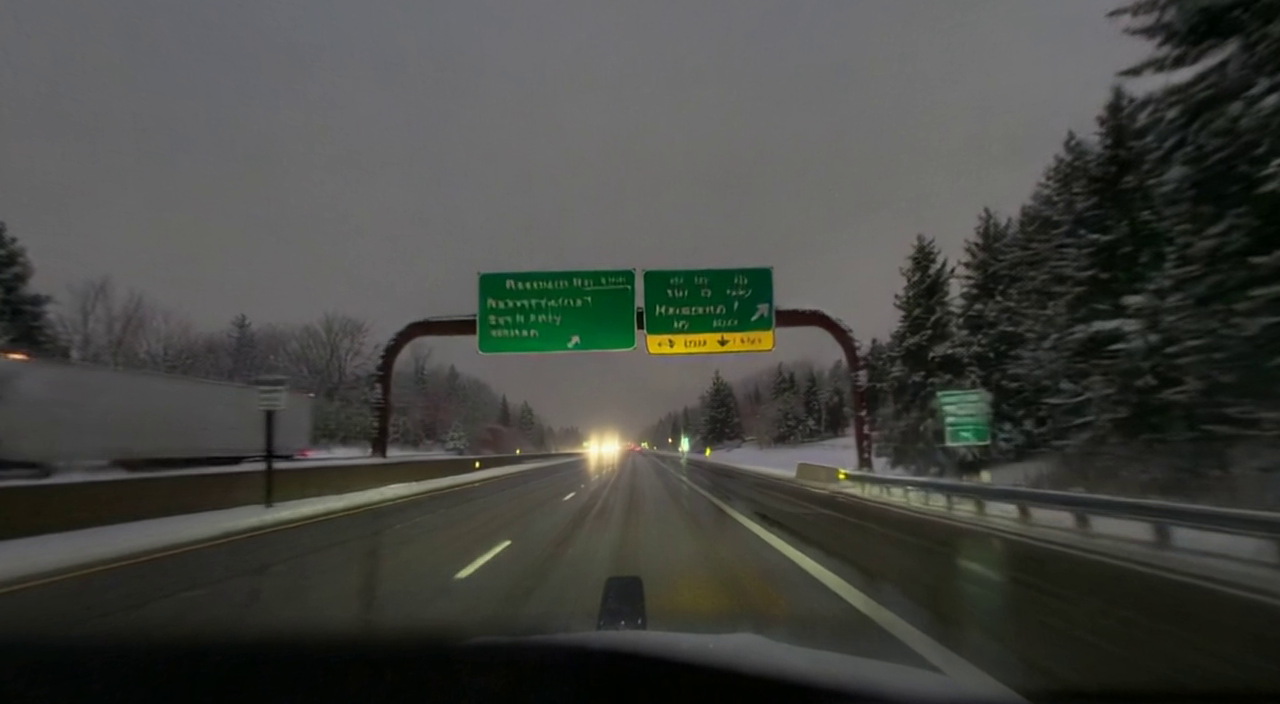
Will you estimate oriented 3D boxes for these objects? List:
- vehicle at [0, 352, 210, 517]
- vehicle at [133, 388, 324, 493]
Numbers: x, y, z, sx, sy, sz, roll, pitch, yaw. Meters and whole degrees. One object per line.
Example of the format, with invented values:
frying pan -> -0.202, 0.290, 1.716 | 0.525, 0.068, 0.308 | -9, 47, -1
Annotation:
vehicle -> -17.185, 2.384, 17.756 | 3.044, 3.972, 10.003 | 0, -9, -1
vehicle -> -17.274, 3.872, 27.398 | 2.824, 3.867, 7.952 | 0, -9, 0
